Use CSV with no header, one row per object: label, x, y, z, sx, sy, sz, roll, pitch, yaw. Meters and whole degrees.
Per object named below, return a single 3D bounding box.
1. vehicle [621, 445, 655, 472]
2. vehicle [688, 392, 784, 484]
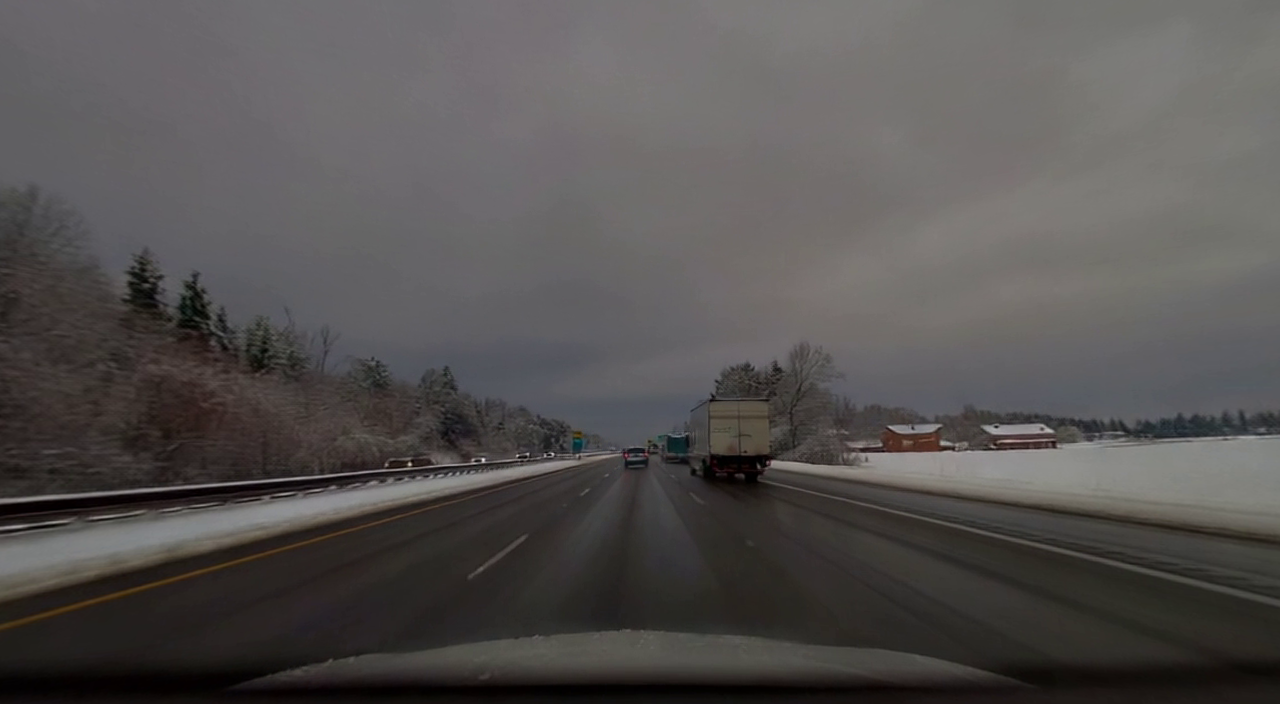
vehicle,-0.095,7.063,42.049,2.151,1.678,3.923,0,-9,0
vehicle,4.038,4.009,28.786,2.931,3.530,8.760,0,-9,0
